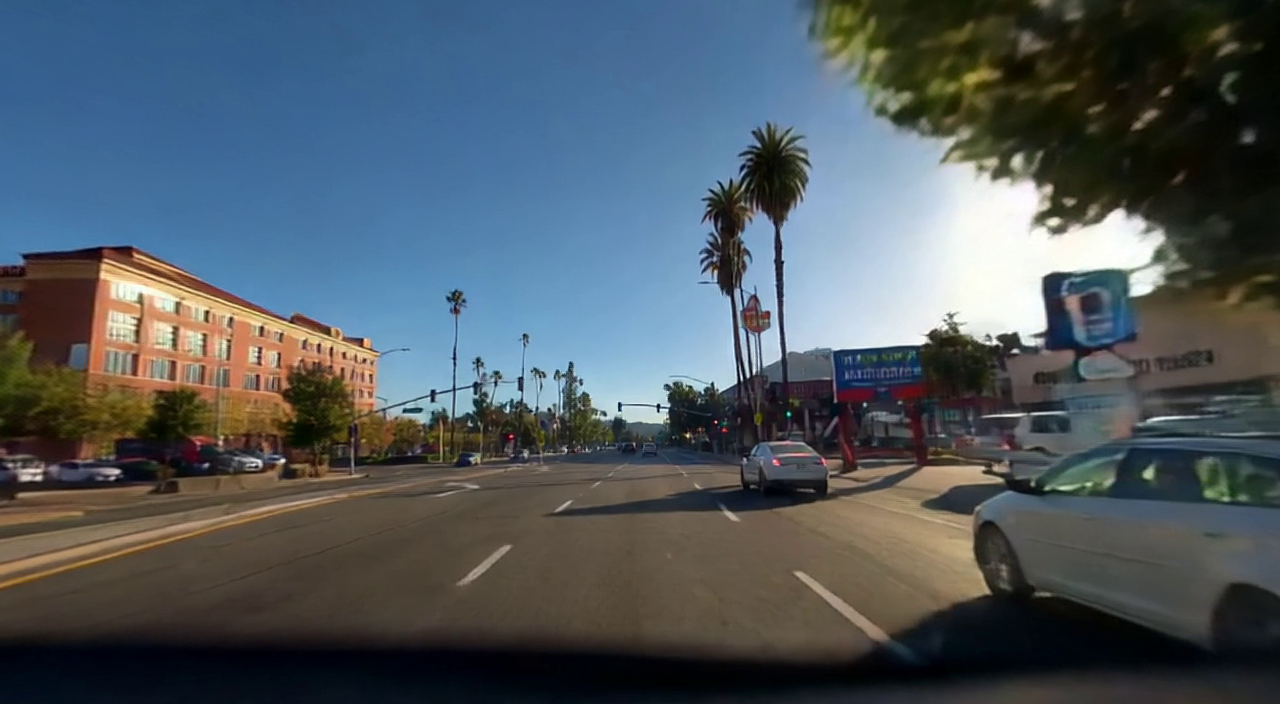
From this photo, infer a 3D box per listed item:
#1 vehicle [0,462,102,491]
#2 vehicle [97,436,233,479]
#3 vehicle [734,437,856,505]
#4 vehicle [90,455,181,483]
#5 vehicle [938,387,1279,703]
[{"bbox_3d":[-31.413,6.611,33.645,1.703,1.328,4.065,0,-8,1],"label":"vehicle"},{"bbox_3d":[-30.781,6.839,40.994,7.019,2.687,2.419,-1,-8,4],"label":"vehicle"},{"bbox_3d":[3.732,2.947,16.143,1.870,1.467,4.800,0,-8,0],"label":"vehicle"},{"bbox_3d":[-29.486,6.828,37.035,1.966,1.430,4.309,0,-9,-4],"label":"vehicle"},{"bbox_3d":[3.660,1.055,3.568,1.931,1.534,4.126,0,-8,0],"label":"vehicle"}]
